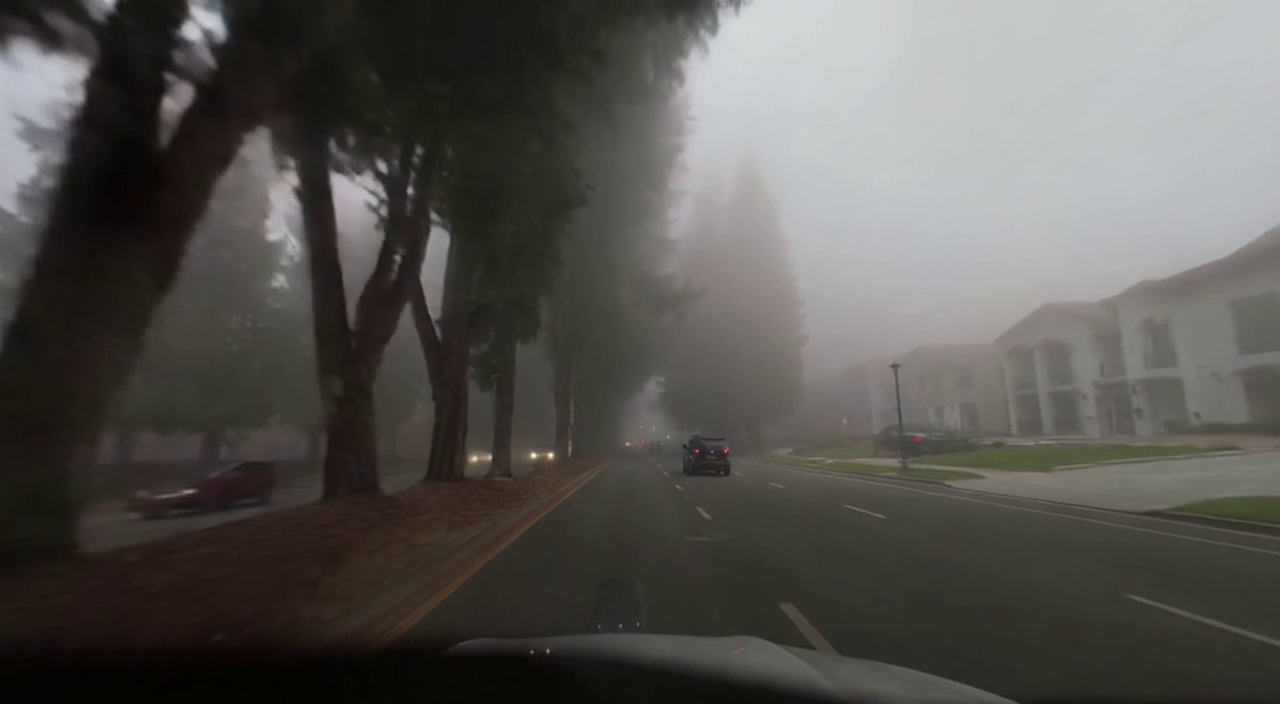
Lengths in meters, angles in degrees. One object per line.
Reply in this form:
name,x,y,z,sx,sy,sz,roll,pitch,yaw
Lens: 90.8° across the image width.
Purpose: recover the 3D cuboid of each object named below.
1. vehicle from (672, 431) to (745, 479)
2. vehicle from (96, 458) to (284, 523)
vehicle,2.630,4.123,25.531,2.240,1.740,4.605,0,-8,-2
vehicle,-11.957,3.665,17.250,1.834,1.415,4.509,0,-8,0
